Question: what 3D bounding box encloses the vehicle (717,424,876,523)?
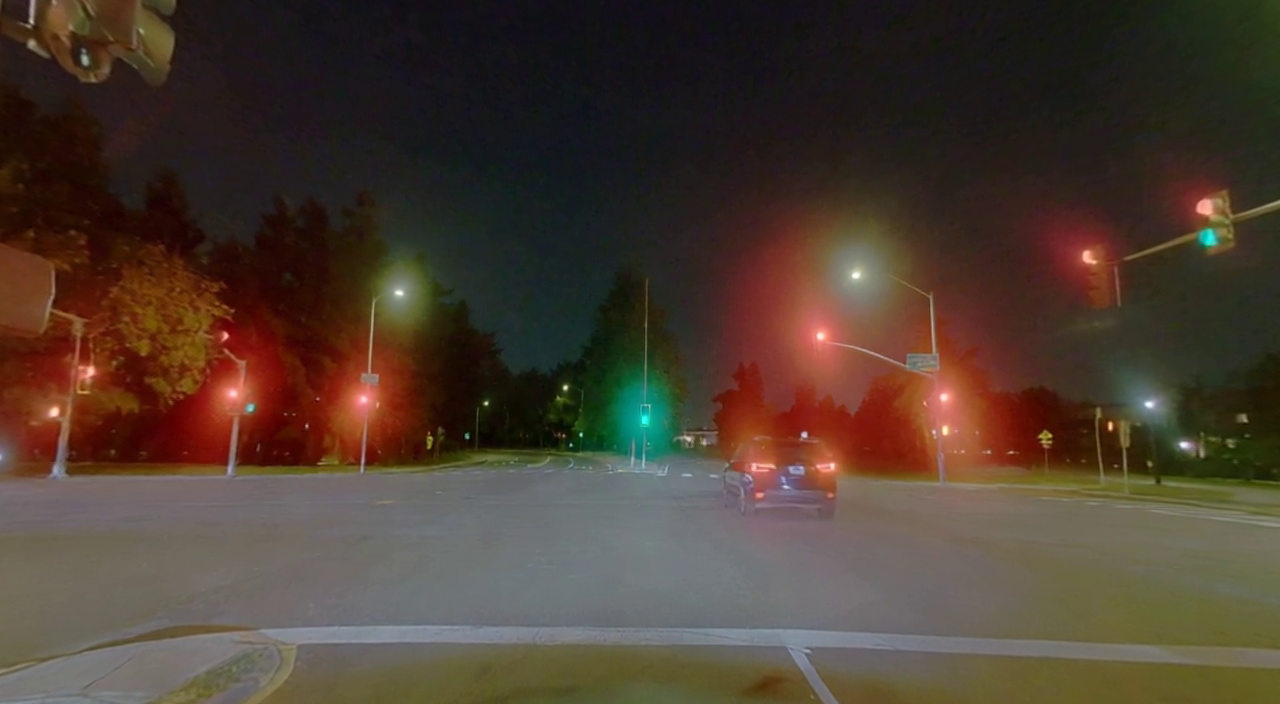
[{"bbox_3d":[2.999,2.456,13.337,2.150,1.706,4.754,0,-8,0],"label":"vehicle"}]
